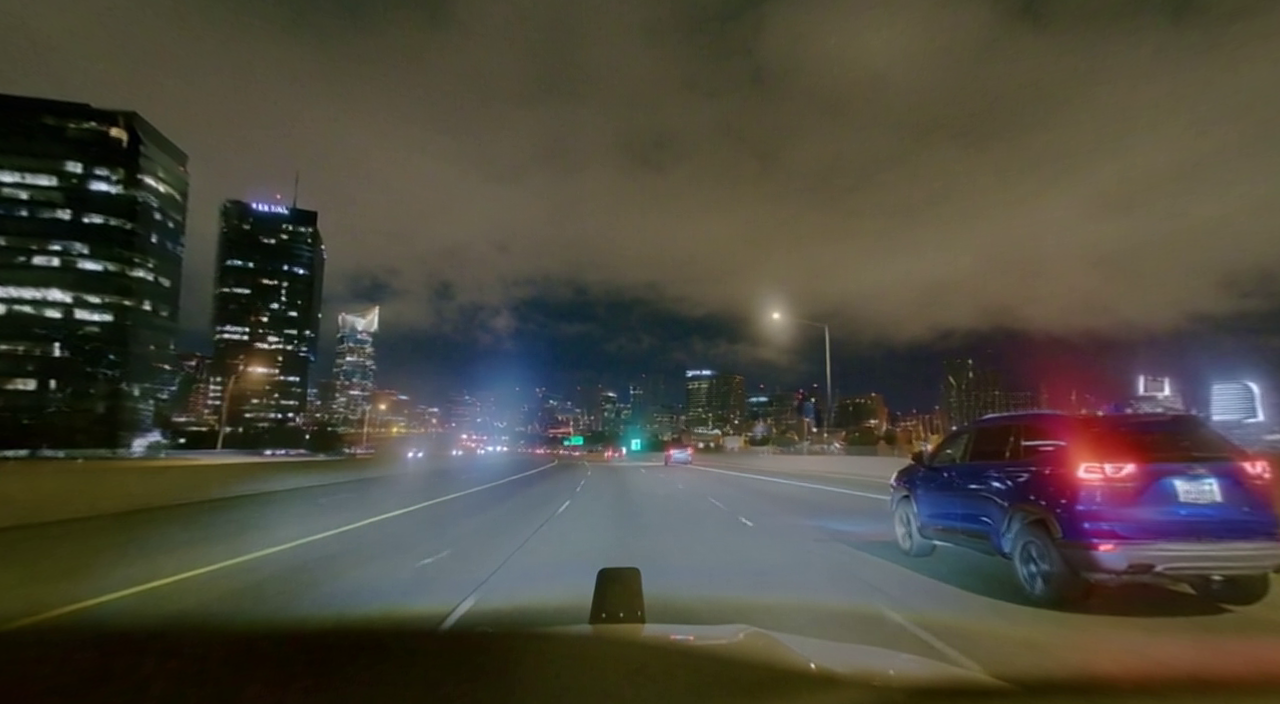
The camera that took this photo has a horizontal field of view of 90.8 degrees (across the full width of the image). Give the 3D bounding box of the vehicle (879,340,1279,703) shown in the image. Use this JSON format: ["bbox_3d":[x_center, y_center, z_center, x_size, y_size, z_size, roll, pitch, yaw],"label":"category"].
[{"bbox_3d":[4.036,1.139,5.388,2.182,1.826,4.392,0,-8,-1],"label":"vehicle"}]

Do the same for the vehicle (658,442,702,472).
[{"bbox_3d":[2.475,6.681,40.632,2.110,1.780,4.682,0,-8,-5],"label":"vehicle"}]
